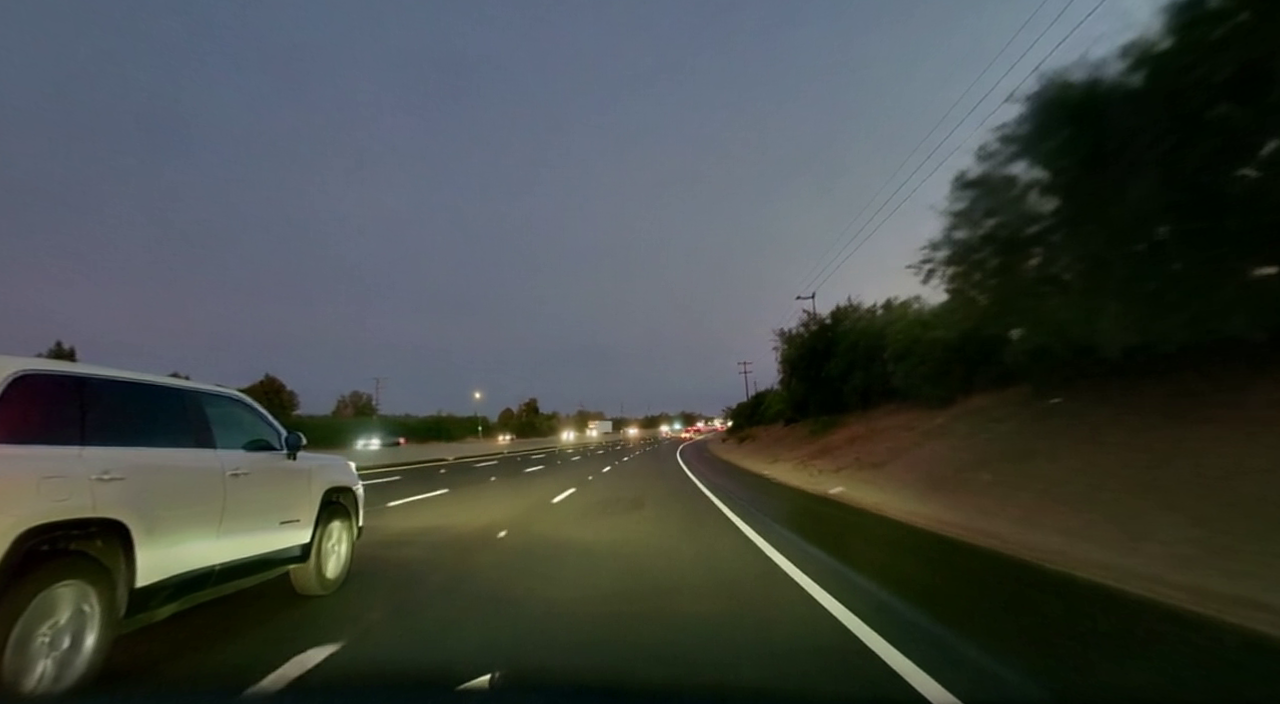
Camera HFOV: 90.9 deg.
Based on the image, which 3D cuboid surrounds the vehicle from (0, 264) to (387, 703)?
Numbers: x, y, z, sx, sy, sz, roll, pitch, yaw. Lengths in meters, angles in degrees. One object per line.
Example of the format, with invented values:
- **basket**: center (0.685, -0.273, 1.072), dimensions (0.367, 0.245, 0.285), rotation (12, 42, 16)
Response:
- **vehicle**: center (-3.586, 0.797, 3.533), dimensions (2.136, 1.975, 5.037), rotation (0, -8, 1)
